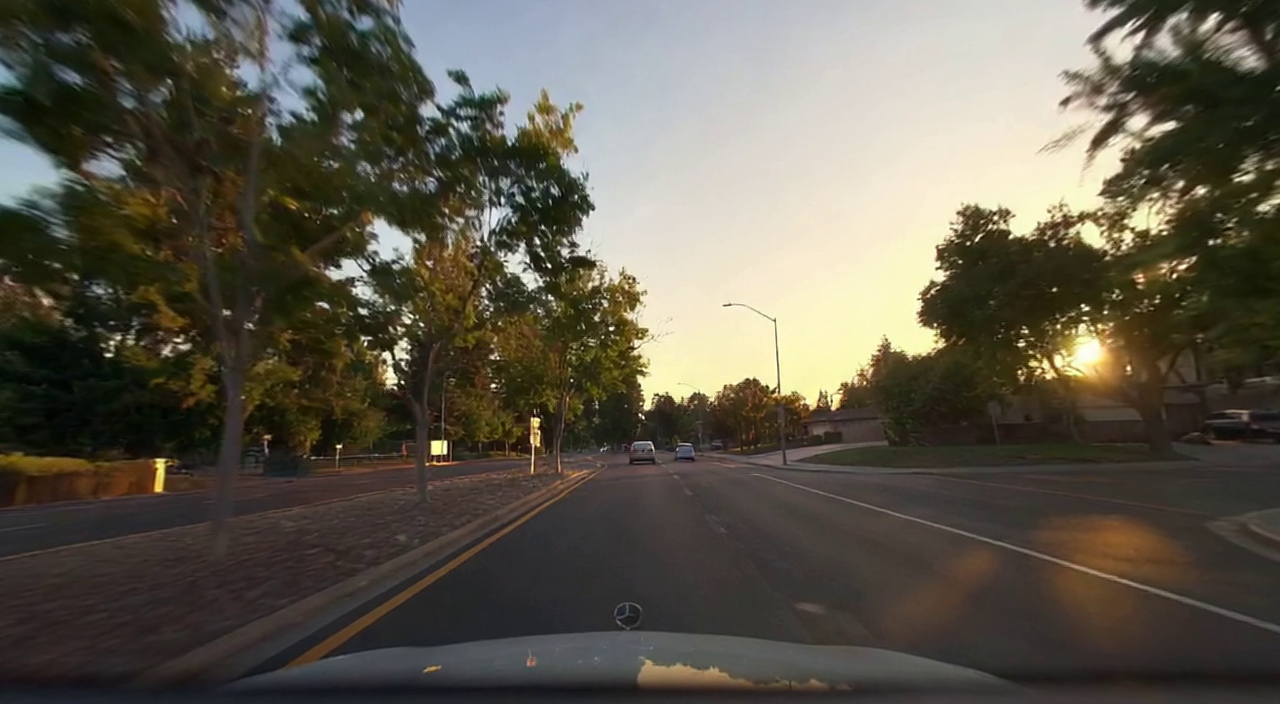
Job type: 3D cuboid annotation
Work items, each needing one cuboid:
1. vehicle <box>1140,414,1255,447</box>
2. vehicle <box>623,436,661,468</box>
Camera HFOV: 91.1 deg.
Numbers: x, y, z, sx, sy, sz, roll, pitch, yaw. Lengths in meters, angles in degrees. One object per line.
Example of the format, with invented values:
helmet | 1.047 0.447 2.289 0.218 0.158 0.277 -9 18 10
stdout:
vehicle | 28.549 4.084 32.324 1.922 1.590 4.106 1 -9 -5
vehicle | 0.063 5.988 37.706 2.165 1.783 4.391 0 -9 -2
